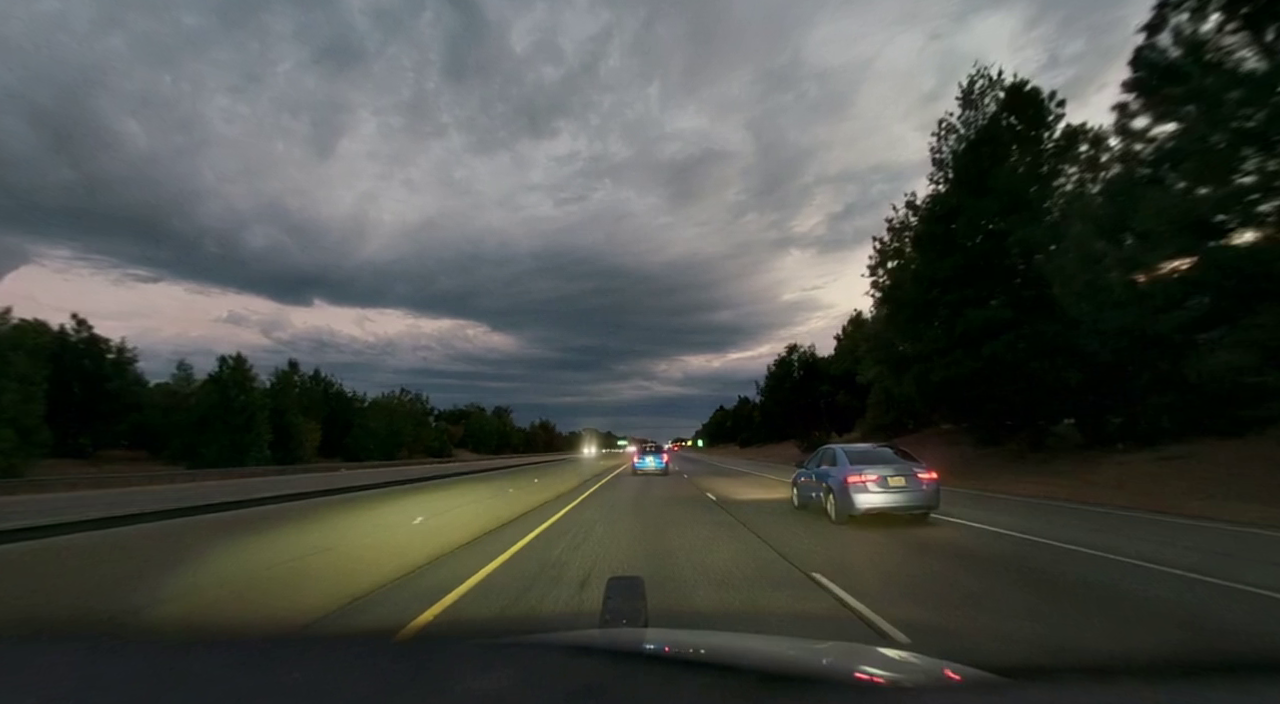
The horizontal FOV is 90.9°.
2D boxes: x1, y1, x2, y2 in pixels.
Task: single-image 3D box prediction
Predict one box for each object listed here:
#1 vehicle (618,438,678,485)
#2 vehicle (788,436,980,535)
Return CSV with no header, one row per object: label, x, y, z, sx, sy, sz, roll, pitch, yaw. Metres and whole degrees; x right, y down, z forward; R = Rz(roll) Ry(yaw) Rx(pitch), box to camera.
vehicle,0.314,4.365,25.379,2.190,1.706,4.062,0,-9,1
vehicle,4.288,2.405,11.956,1.864,1.489,4.379,0,-9,0
